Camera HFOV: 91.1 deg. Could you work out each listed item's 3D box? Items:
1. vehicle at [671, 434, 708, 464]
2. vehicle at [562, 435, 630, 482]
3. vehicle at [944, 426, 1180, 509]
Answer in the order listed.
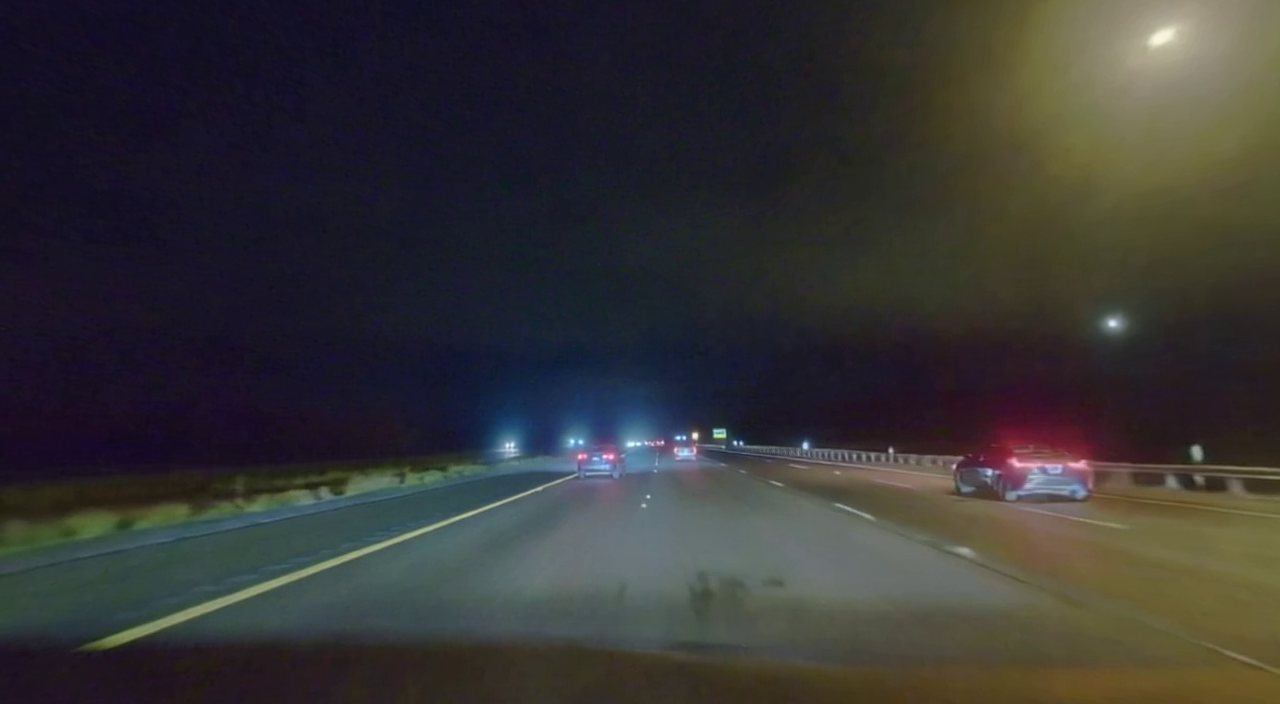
[{"bbox_3d":[3.005,6.014,38.998,2.063,1.698,4.355,0,-8,1],"label":"vehicle"},{"bbox_3d":[-1.513,3.876,23.200,2.050,1.546,4.344,-1,-8,2],"label":"vehicle"},{"bbox_3d":[8.963,2.485,14.059,1.870,1.493,5.015,0,-8,1],"label":"vehicle"}]
